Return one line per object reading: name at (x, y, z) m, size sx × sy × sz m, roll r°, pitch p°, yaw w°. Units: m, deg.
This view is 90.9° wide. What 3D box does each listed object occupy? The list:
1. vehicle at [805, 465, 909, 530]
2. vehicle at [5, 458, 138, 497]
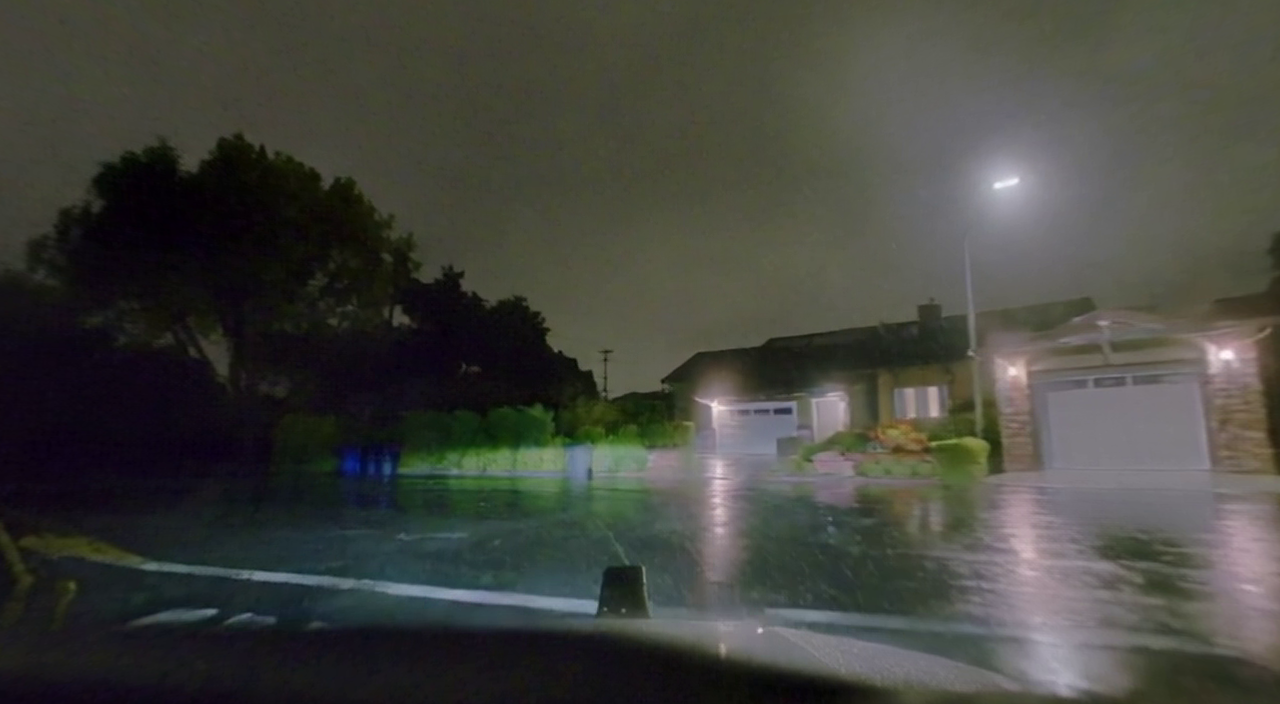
vehicle at (6.158, 4.133, 18.449) m, size 1.860 × 1.477 × 4.629 m, roll -1°, pitch -9°, yaw 6°
vehicle at (-27.522, 6.140, 30.735) m, size 2.019 × 1.697 × 4.310 m, roll 0°, pitch -12°, yaw 8°
